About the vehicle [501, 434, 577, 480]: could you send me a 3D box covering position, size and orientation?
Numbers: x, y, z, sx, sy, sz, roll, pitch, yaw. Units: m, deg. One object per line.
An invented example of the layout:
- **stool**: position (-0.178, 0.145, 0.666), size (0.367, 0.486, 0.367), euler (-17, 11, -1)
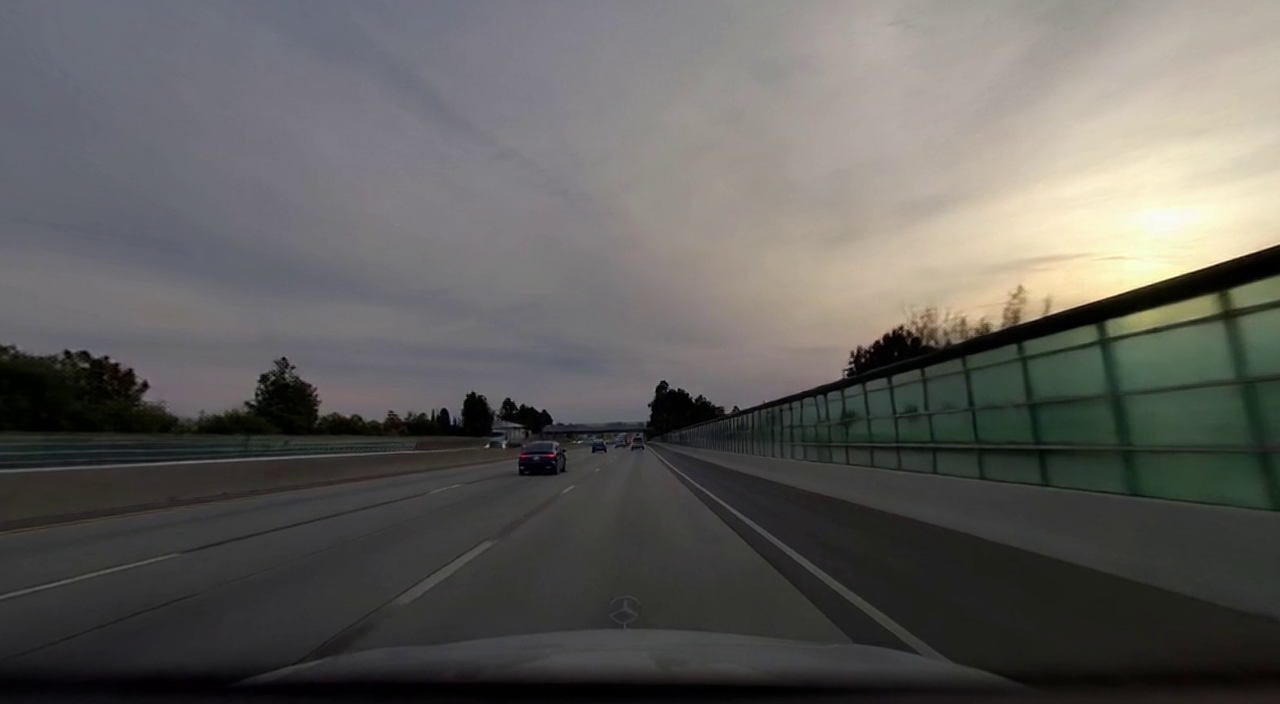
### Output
- **vehicle**: position (-3.614, 3.854, 23.260), size (2.059, 1.541, 4.296), euler (0, -8, 0)
